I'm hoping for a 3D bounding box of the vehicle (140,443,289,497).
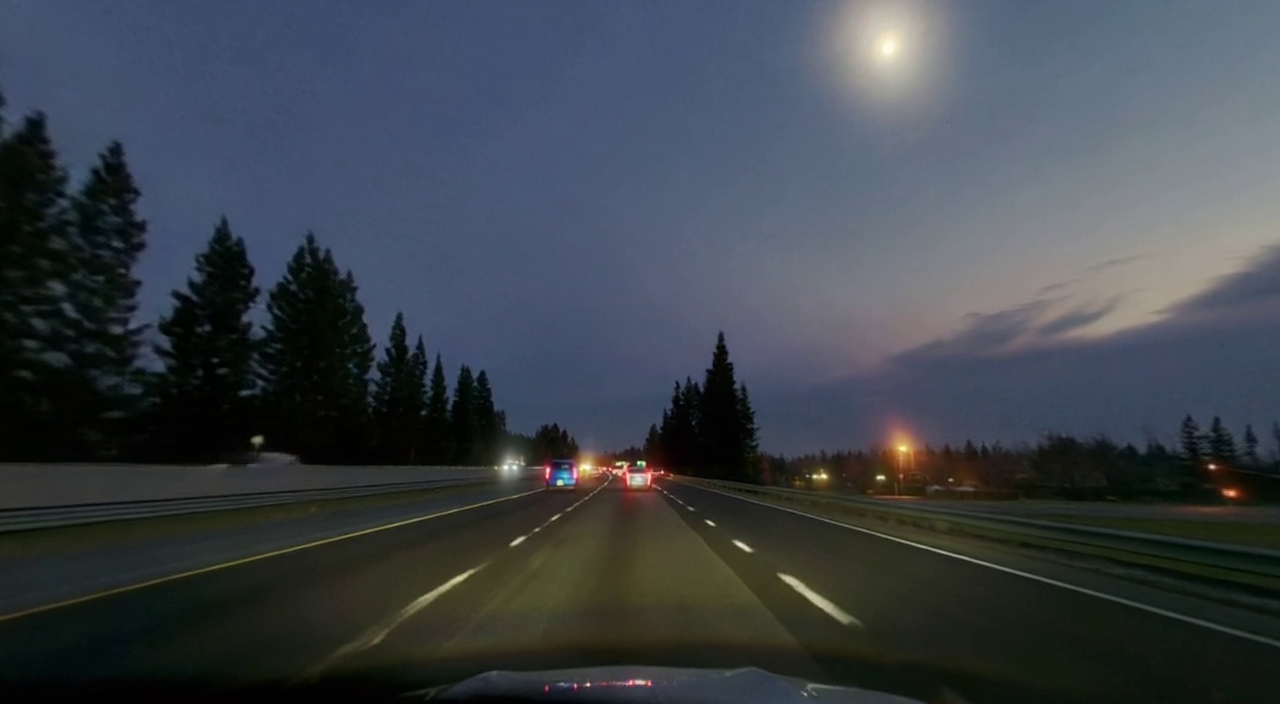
[{"bbox_3d":[-13.149,3.715,19.841,1.804,1.485,4.152,1,-10,-1],"label":"vehicle"}]

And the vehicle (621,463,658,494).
[{"bbox_3d":[-0.060,6.863,34.289,1.905,1.559,3.491,1,-10,-2],"label":"vehicle"}]

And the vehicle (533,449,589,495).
[{"bbox_3d":[-3.971,6.211,32.702,2.237,2.113,4.815,1,-10,0],"label":"vehicle"}]
